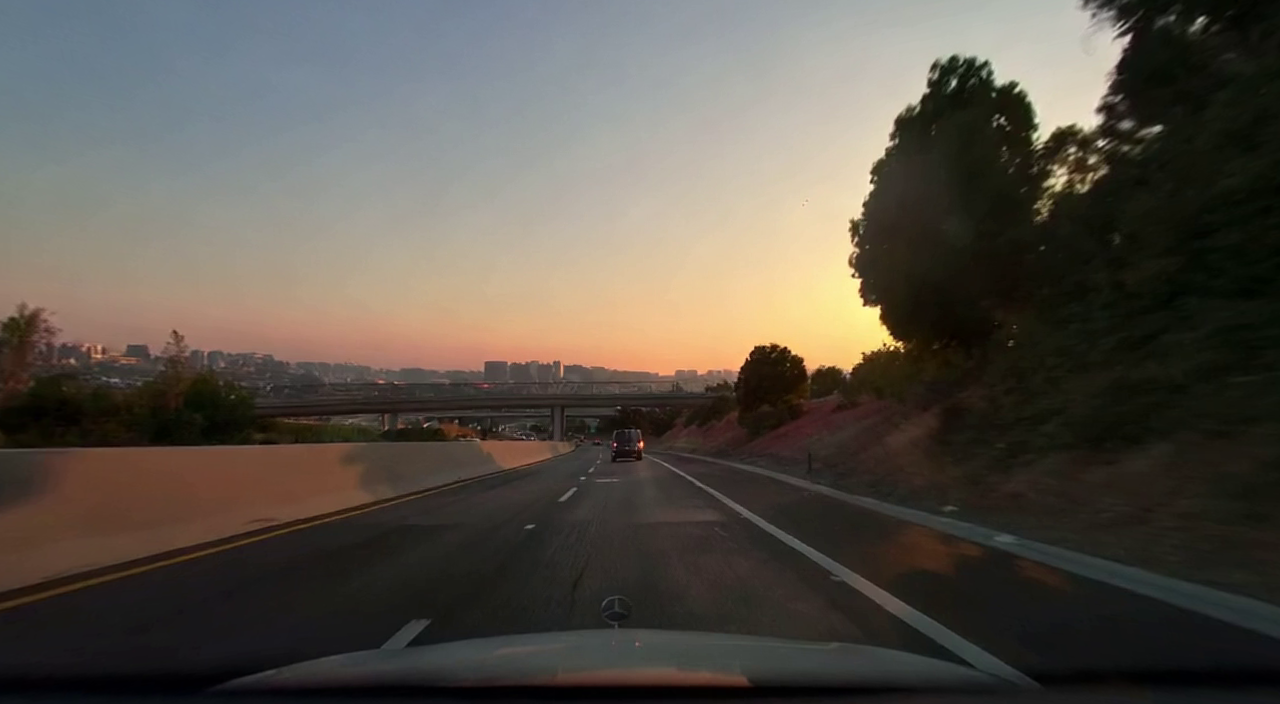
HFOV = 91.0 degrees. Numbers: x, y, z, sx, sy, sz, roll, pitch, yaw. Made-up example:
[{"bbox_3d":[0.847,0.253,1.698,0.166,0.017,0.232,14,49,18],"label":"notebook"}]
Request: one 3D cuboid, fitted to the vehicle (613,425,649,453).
[{"bbox_3d":[-0.617,5.591,40.510,2.157,1.647,4.524,0,-8,-2],"label":"vehicle"}]
